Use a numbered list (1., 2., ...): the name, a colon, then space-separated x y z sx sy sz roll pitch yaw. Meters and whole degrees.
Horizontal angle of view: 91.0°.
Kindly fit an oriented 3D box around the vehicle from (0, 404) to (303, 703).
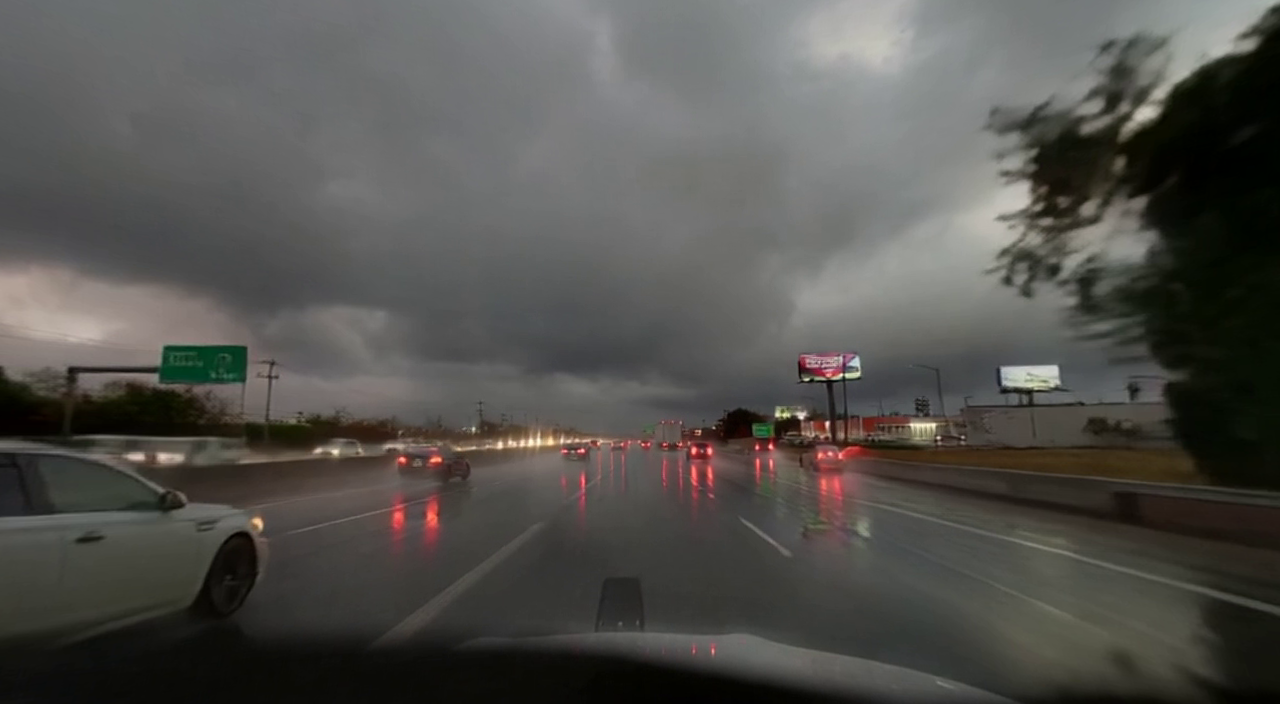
1. vehicle: -3.797 1.017 2.945 2.008 1.504 4.264 0 -9 1

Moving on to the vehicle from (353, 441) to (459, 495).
1. vehicle: -7.210 3.613 19.811 1.865 1.518 3.620 0 -9 1

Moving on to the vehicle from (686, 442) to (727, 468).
1. vehicle: 4.167 6.598 40.402 2.135 1.532 4.506 0 -9 0

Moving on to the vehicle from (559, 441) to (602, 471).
1. vehicle: -3.341 5.990 36.274 2.001 1.577 4.055 0 -9 1
